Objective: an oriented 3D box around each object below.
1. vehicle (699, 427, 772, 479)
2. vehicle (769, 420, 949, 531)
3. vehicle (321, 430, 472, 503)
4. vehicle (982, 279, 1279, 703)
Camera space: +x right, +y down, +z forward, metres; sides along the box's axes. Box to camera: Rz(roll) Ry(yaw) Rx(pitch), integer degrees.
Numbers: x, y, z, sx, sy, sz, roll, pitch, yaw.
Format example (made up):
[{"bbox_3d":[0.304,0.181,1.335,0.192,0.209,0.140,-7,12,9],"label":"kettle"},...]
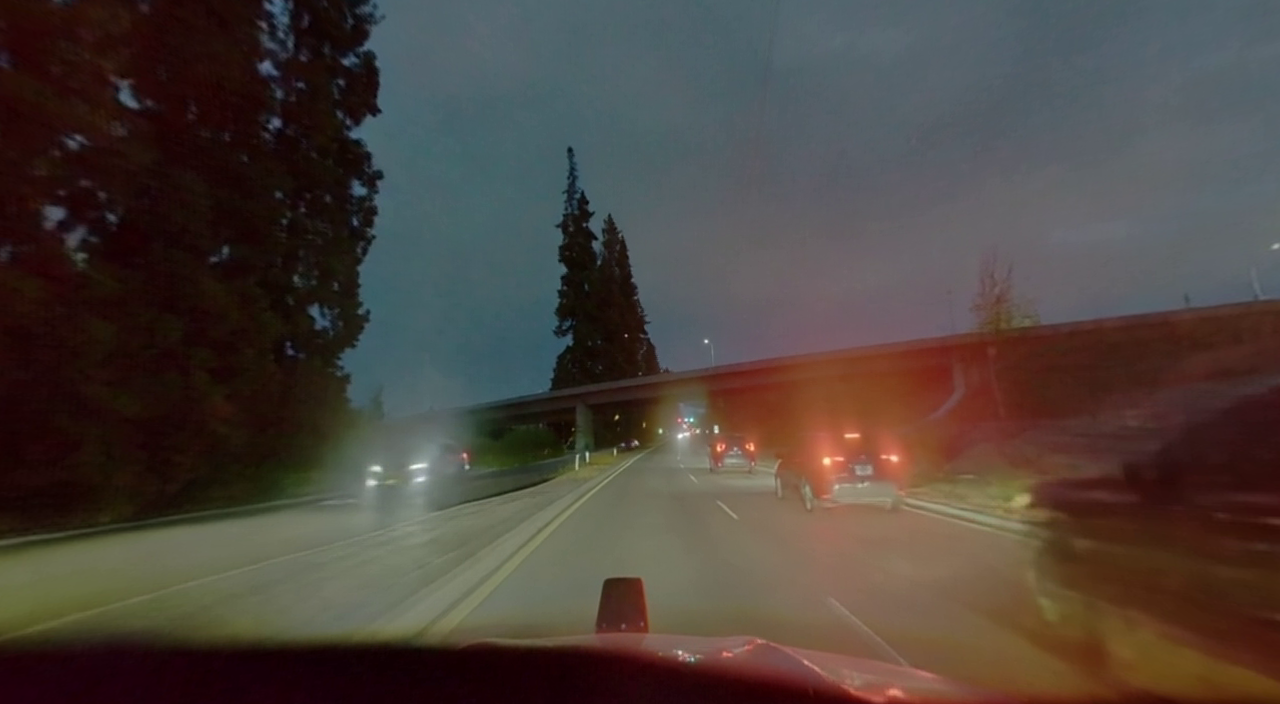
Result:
[{"bbox_3d":[3.885,4.213,26.562,2.273,1.944,4.866,0,-8,0],"label":"vehicle"},{"bbox_3d":[3.844,2.244,12.002,1.938,1.710,4.249,0,-8,1],"label":"vehicle"},{"bbox_3d":[-6.933,3.298,18.624,2.089,1.860,4.704,-1,-8,7],"label":"vehicle"},{"bbox_3d":[3.335,0.640,1.992,1.985,1.895,4.496,0,-8,1],"label":"vehicle"}]
